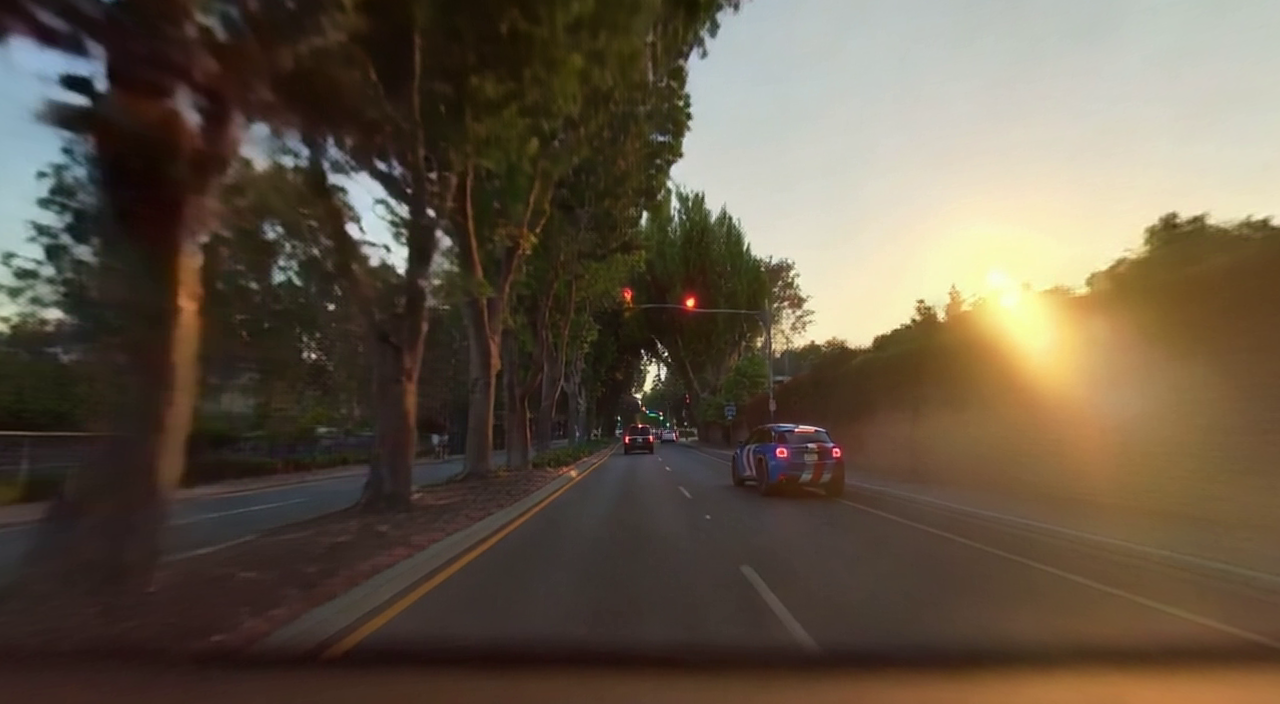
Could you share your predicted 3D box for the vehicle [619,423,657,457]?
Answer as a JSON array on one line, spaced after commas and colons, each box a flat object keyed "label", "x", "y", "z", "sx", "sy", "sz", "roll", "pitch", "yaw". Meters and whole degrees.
[{"label": "vehicle", "x": -0.131, "y": 4.915, "z": 35.114, "sx": 1.984, "sy": 1.777, "sz": 3.148, "roll": 0, "pitch": -8, "yaw": -1}]

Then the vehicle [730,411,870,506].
[{"label": "vehicle", "x": 3.199, "y": 2.228, "z": 13.519, "sx": 1.840, "sy": 1.709, "sz": 4.202, "roll": 0, "pitch": -8, "yaw": -1}]
